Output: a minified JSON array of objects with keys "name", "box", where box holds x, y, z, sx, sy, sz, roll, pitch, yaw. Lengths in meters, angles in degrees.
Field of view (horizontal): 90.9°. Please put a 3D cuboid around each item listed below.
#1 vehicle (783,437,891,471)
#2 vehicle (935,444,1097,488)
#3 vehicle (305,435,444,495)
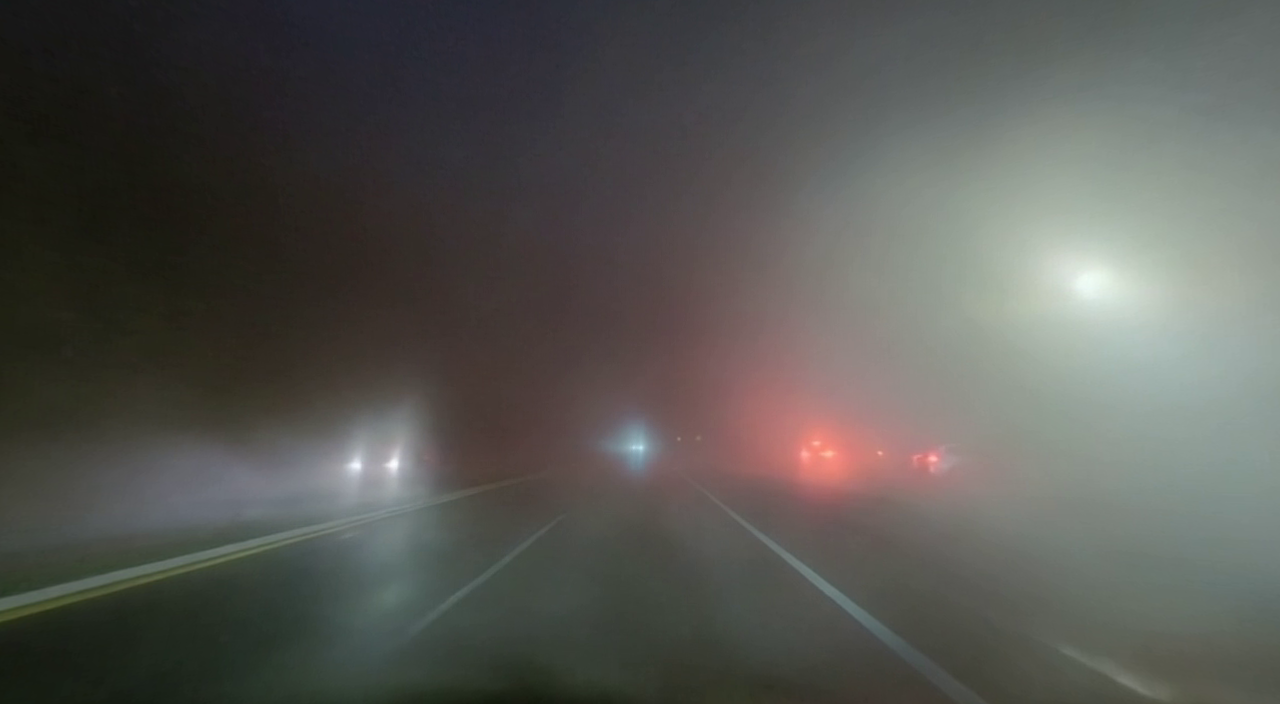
[{"name":"vehicle","box":[10.657,5.551,34.334,5.118,1.701,2.175,0,-8,-2]},{"name":"vehicle","box":[13.066,3.975,22.129,4.438,1.444,1.900,0,-8,1]},{"name":"vehicle","box":[-8.858,3.799,21.713,2.401,1.807,4.960,-1,-8,3]}]
